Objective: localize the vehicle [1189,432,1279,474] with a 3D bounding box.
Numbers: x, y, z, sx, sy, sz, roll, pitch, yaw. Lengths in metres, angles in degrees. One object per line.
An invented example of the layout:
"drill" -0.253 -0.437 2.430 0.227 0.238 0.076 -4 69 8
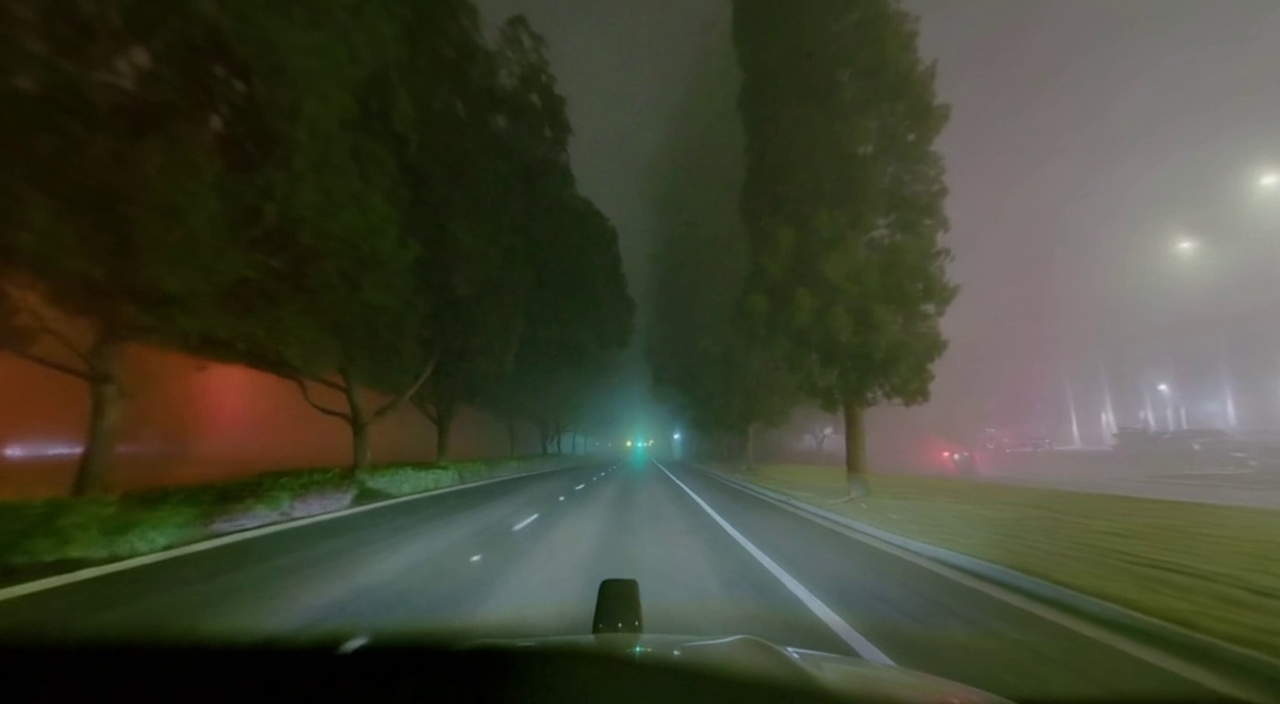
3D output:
"vehicle" 23.292 3.778 23.797 1.732 1.447 3.563 1 -8 -1
